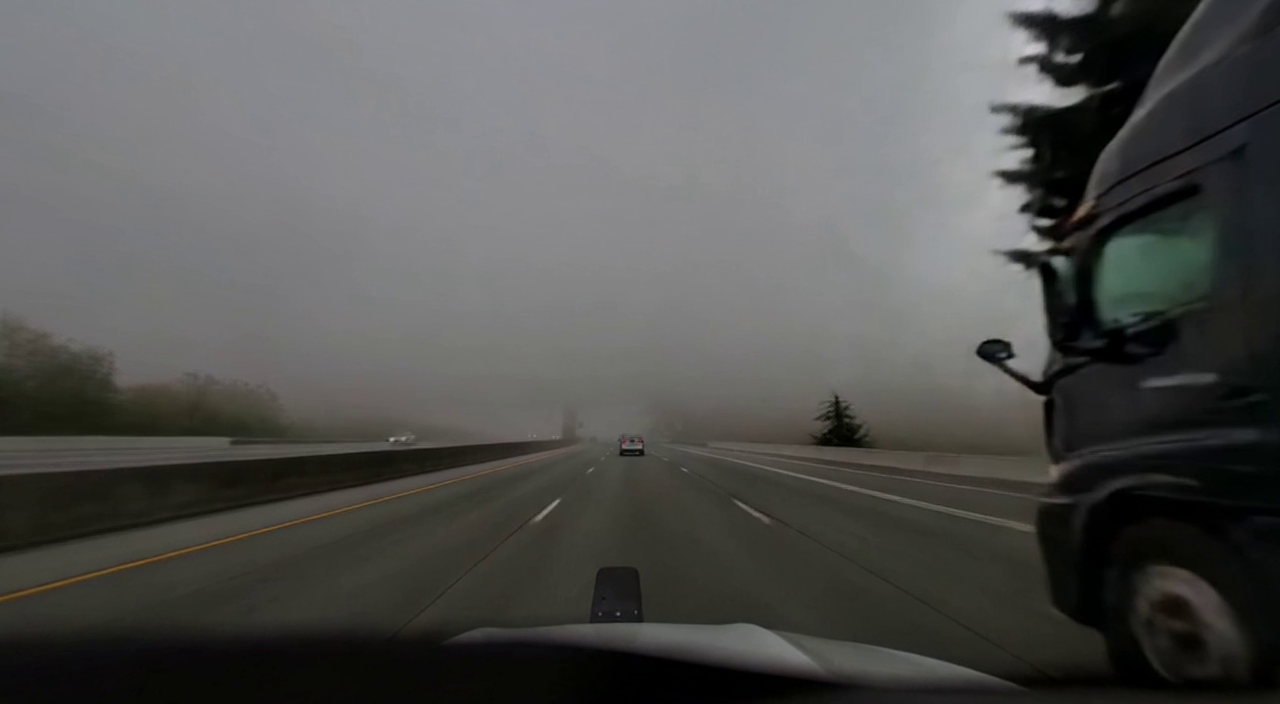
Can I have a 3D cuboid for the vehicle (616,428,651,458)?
[{"bbox_3d":[-0.500,6.250,43.510,2.277,1.913,4.510,0,-8,-2],"label":"vehicle"}]
